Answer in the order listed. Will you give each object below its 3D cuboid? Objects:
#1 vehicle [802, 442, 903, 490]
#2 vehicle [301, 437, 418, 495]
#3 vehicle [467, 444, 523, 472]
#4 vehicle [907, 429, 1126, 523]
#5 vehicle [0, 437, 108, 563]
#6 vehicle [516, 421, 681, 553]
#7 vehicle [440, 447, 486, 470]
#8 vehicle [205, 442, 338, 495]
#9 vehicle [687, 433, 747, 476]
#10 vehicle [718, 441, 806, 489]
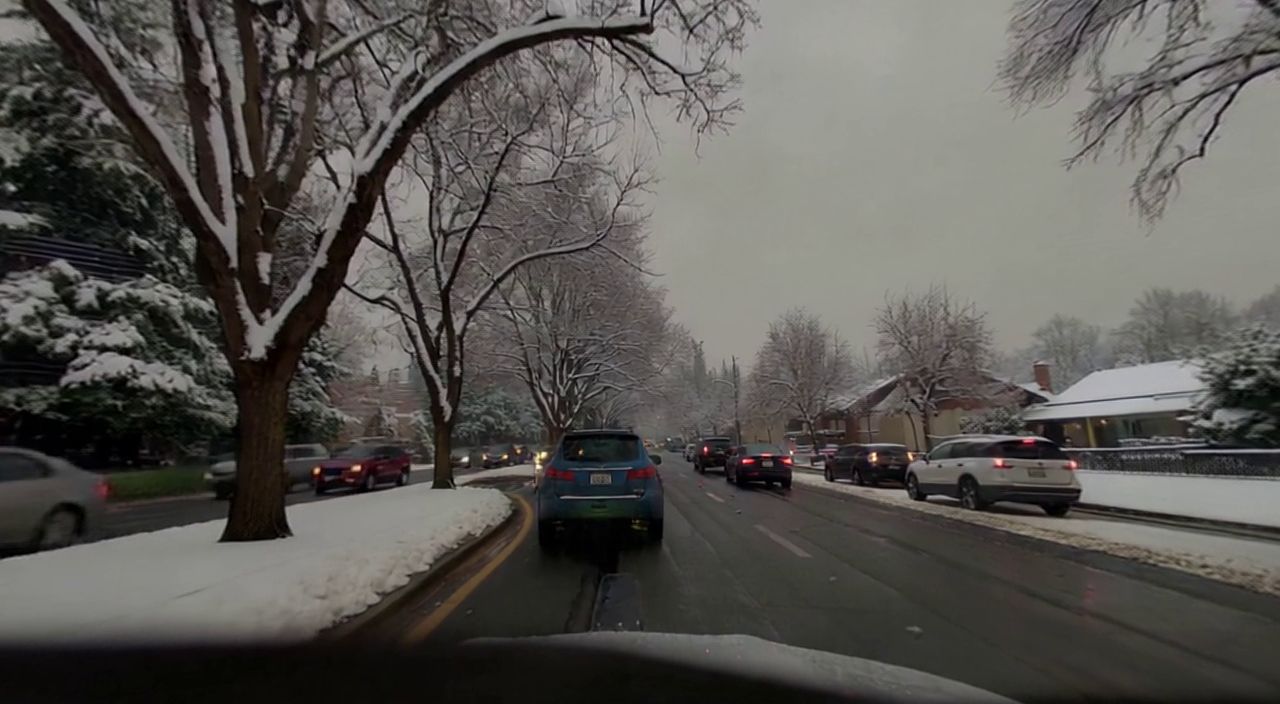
[{"bbox_3d":[7.227,3.907,21.995,1.977,1.485,4.308,0,-8,0],"label":"vehicle"},{"bbox_3d":[-8.904,3.637,20.486,1.920,1.663,4.036,0,-8,0],"label":"vehicle"},{"bbox_3d":[-8.214,6.030,36.188,2.039,1.466,4.553,0,-8,1],"label":"vehicle"},{"bbox_3d":[7.820,2.593,13.773,2.168,1.709,4.289,0,-8,1],"label":"vehicle"},{"bbox_3d":[-8.734,1.674,6.826,1.938,1.513,4.593,0,-8,0],"label":"vehicle"},{"bbox_3d":[-0.639,1.994,9.990,2.106,1.655,3.717,0,-8,-4],"label":"vehicle"},{"bbox_3d":[-11.893,7.181,42.742,1.866,1.404,4.507,0,-8,0],"label":"vehicle"},{"bbox_3d":[-13.230,4.182,23.097,1.947,1.703,4.525,0,-8,3],"label":"vehicle"},{"bbox_3d":[3.468,4.729,29.414,2.114,1.846,4.659,0,-8,-1],"label":"vehicle"},{"bbox_3d":[4.007,3.793,21.605,2.175,1.477,4.520,0,-8,1],"label":"vehicle"}]
